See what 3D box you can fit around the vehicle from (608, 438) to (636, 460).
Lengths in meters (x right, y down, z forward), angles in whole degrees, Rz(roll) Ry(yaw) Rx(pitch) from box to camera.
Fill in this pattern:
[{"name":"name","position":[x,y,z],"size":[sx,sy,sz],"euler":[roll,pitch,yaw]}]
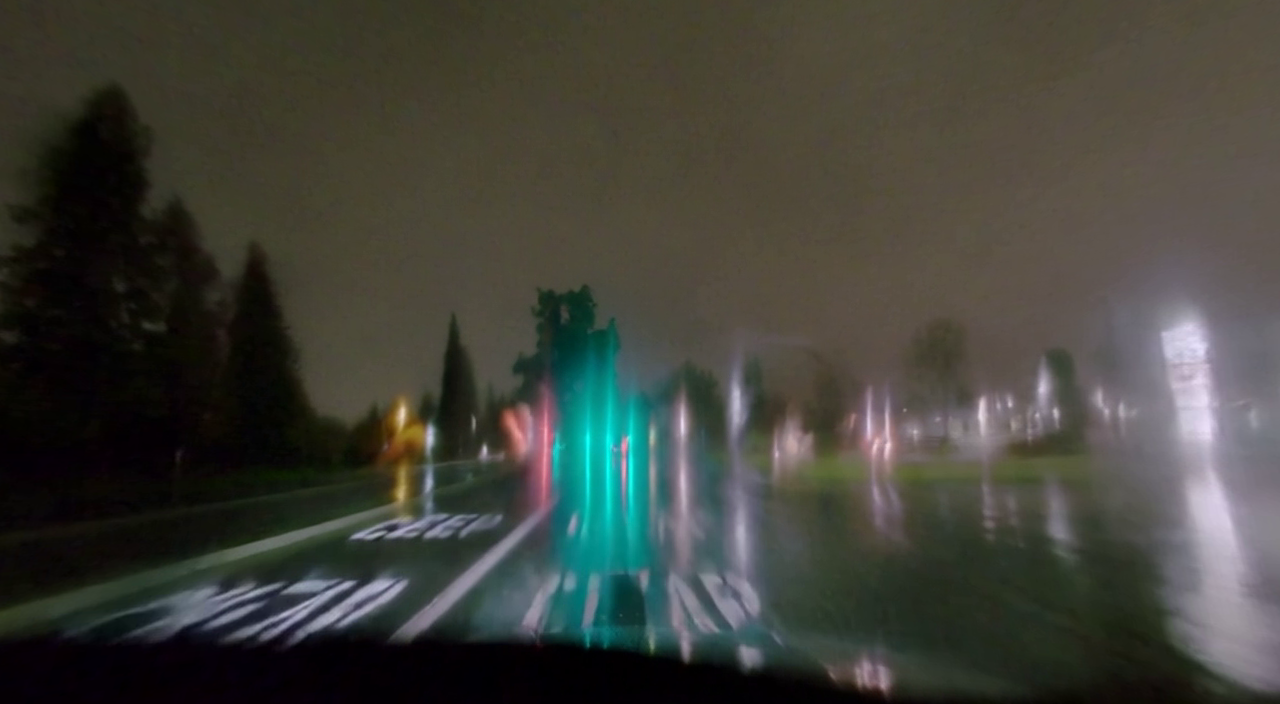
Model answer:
[{"name":"vehicle","position":[-1.366,7.509,48.886],"size":[2.045,1.613,4.210],"euler":[0,-8,-1]}]
